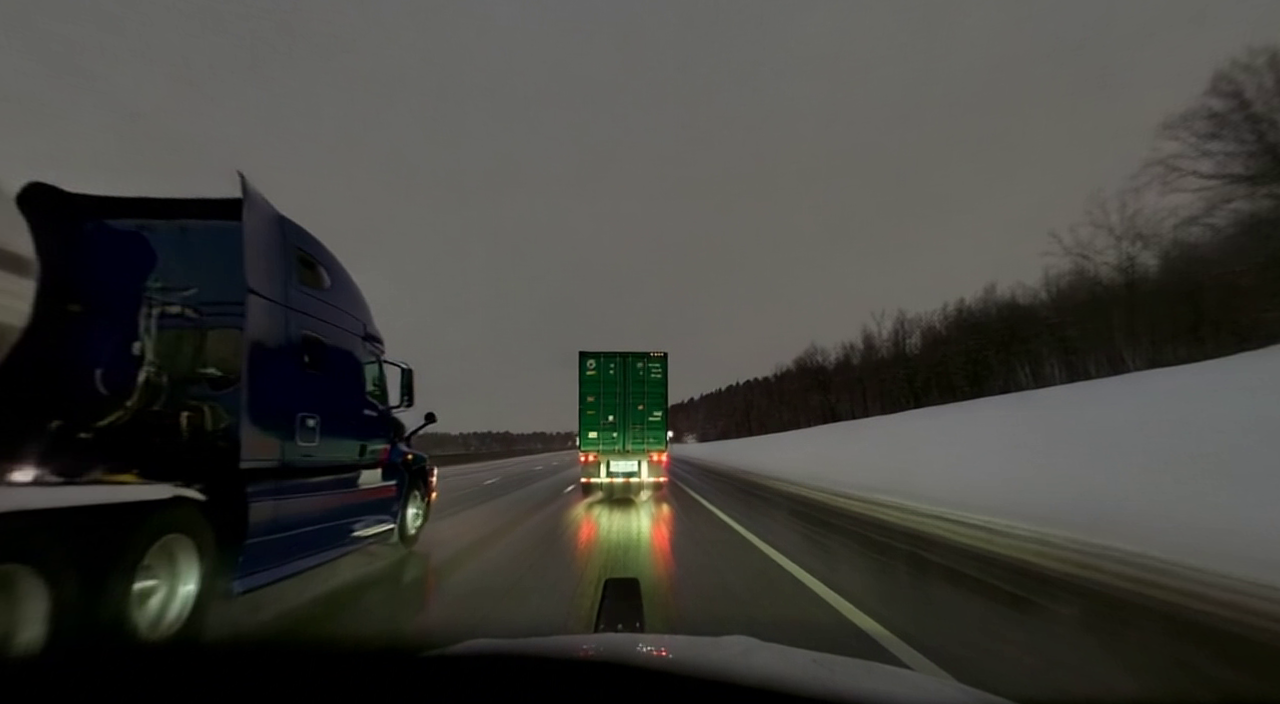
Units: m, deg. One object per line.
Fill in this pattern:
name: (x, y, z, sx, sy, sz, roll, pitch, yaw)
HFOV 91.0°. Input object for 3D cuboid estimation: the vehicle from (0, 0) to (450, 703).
vehicle: (-4.201, 0.305, 5.082, 3.418, 3.652, 5.690, 0, -9, 1)

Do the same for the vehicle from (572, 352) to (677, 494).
vehicle: (-0.416, 2.828, 23.448, 2.942, 4.003, 11.297, 0, -9, 0)
